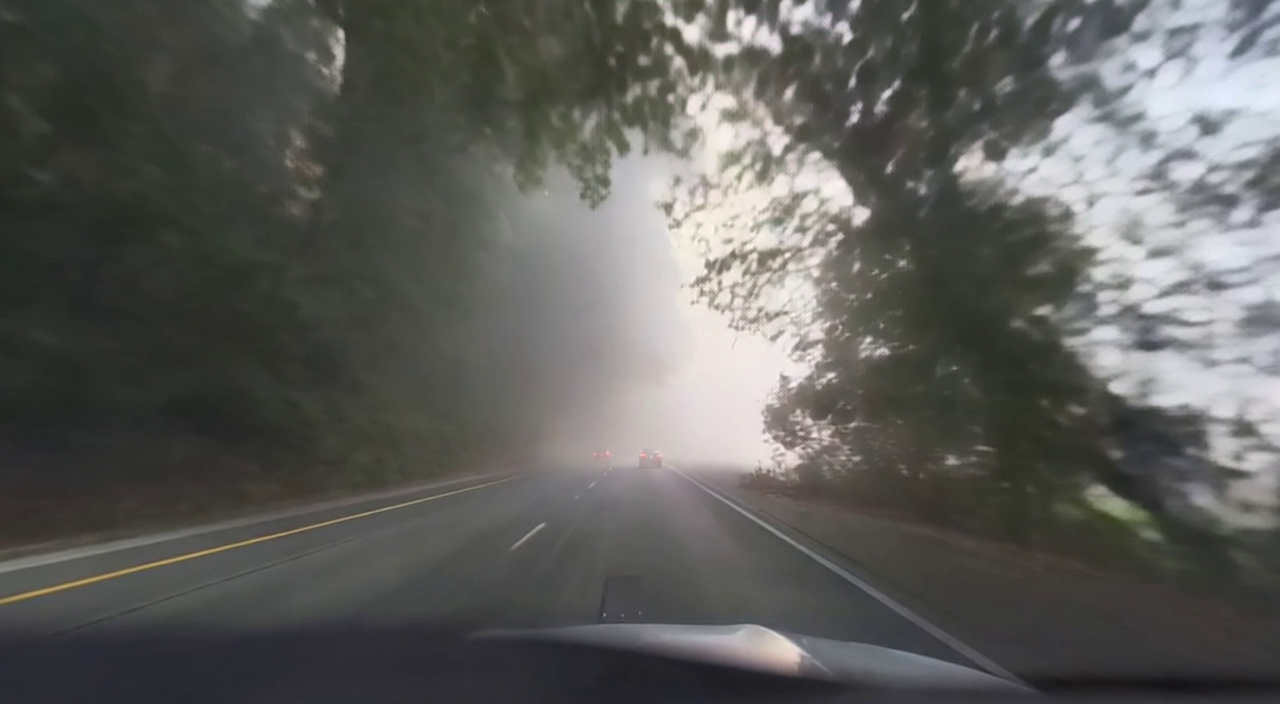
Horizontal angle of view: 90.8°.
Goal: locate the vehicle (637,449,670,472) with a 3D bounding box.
[{"bbox_3d":[0.832,7.235,42.265,2.046,1.452,4.407,0,-9,-1],"label":"vehicle"}]
